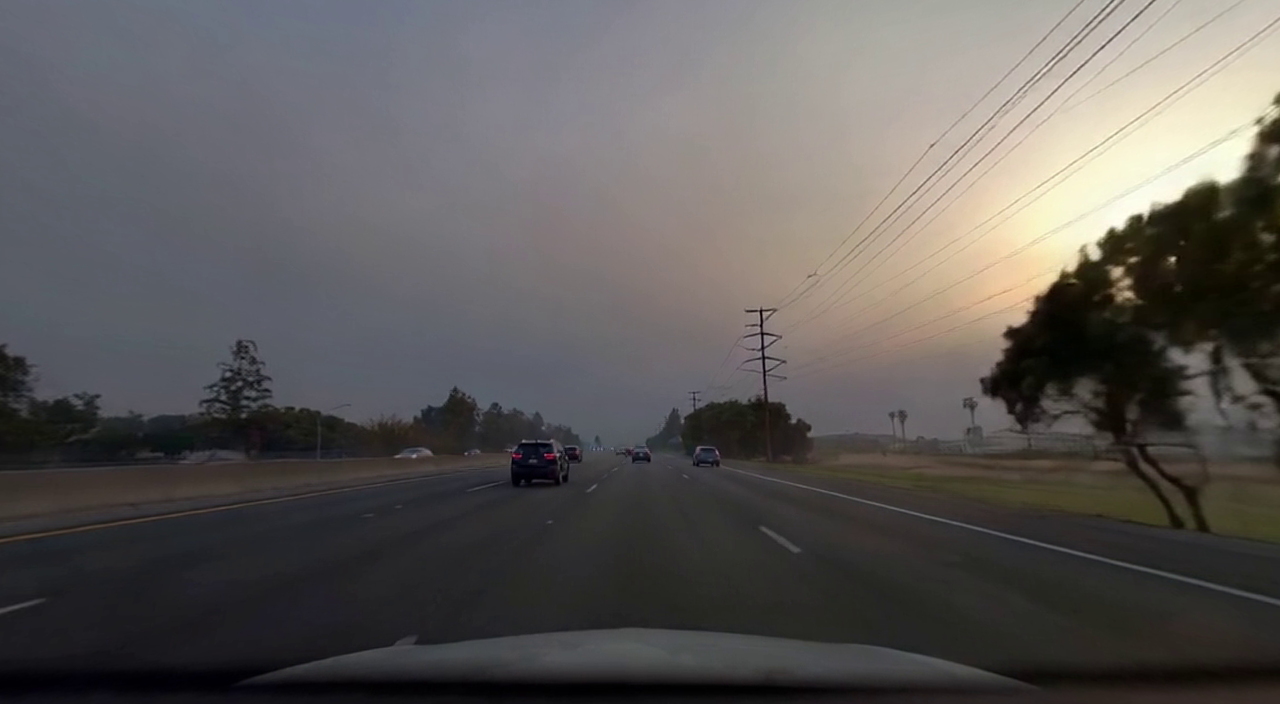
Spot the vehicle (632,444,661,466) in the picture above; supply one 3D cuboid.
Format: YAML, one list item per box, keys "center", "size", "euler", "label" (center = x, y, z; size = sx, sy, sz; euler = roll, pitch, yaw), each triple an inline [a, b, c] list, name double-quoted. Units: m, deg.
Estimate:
- center: [0.476, 7.976, 48.962]
  size: [2.156, 1.647, 3.987]
  euler: [0, -9, 0]
  label: "vehicle"

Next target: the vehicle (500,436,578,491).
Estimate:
- center: [-3.399, 3.845, 22.027]
  size: [1.961, 1.704, 4.052]
  euler: [0, -9, 1]
  label: "vehicle"

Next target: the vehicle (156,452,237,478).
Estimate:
- center: [-28.781, 7.318, 41.116]
  size: [1.862, 1.515, 4.643]
  euler: [0, -9, 1]
  label: "vehicle"

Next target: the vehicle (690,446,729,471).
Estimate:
- center: [4.385, 6.738, 40.205]
  size: [1.964, 1.479, 4.252]
  euler: [0, -9, -1]
  label: "vehicle"
